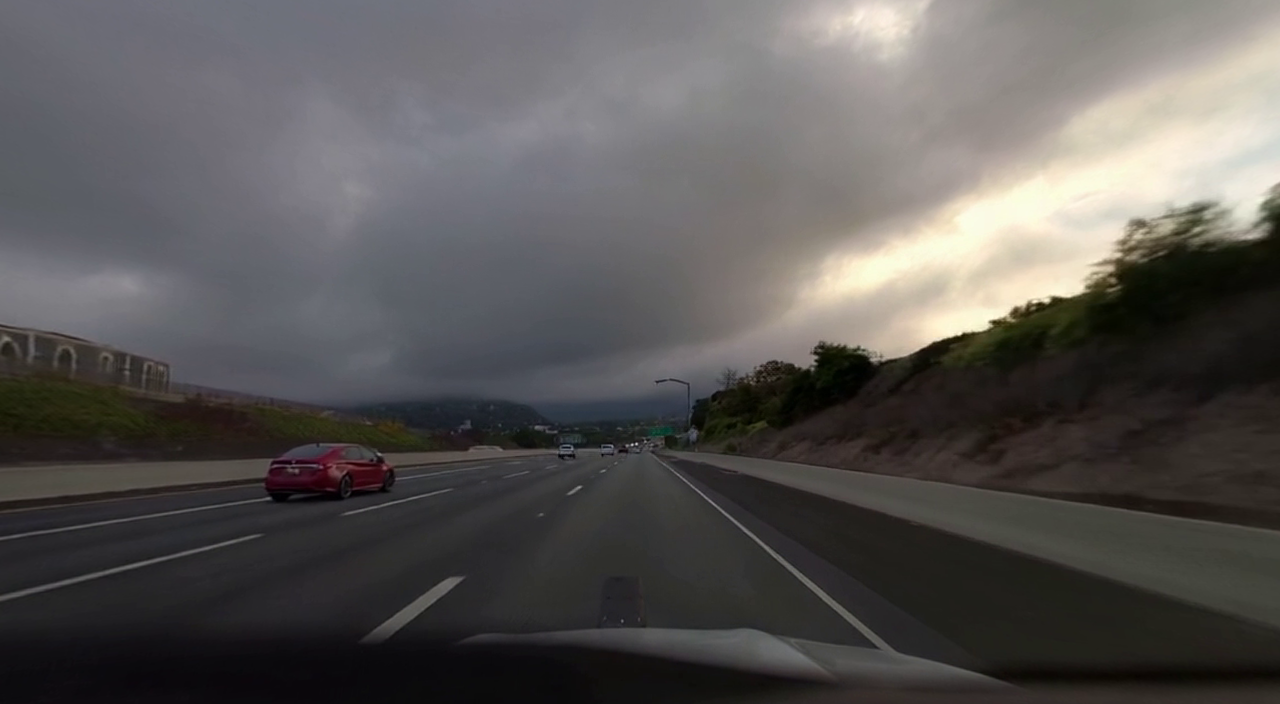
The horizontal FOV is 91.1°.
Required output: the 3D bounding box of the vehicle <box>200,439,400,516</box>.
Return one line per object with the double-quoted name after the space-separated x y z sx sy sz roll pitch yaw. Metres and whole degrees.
-7.449 2.768 14.436 1.949 1.465 4.563 0 -8 1 "vehicle"
